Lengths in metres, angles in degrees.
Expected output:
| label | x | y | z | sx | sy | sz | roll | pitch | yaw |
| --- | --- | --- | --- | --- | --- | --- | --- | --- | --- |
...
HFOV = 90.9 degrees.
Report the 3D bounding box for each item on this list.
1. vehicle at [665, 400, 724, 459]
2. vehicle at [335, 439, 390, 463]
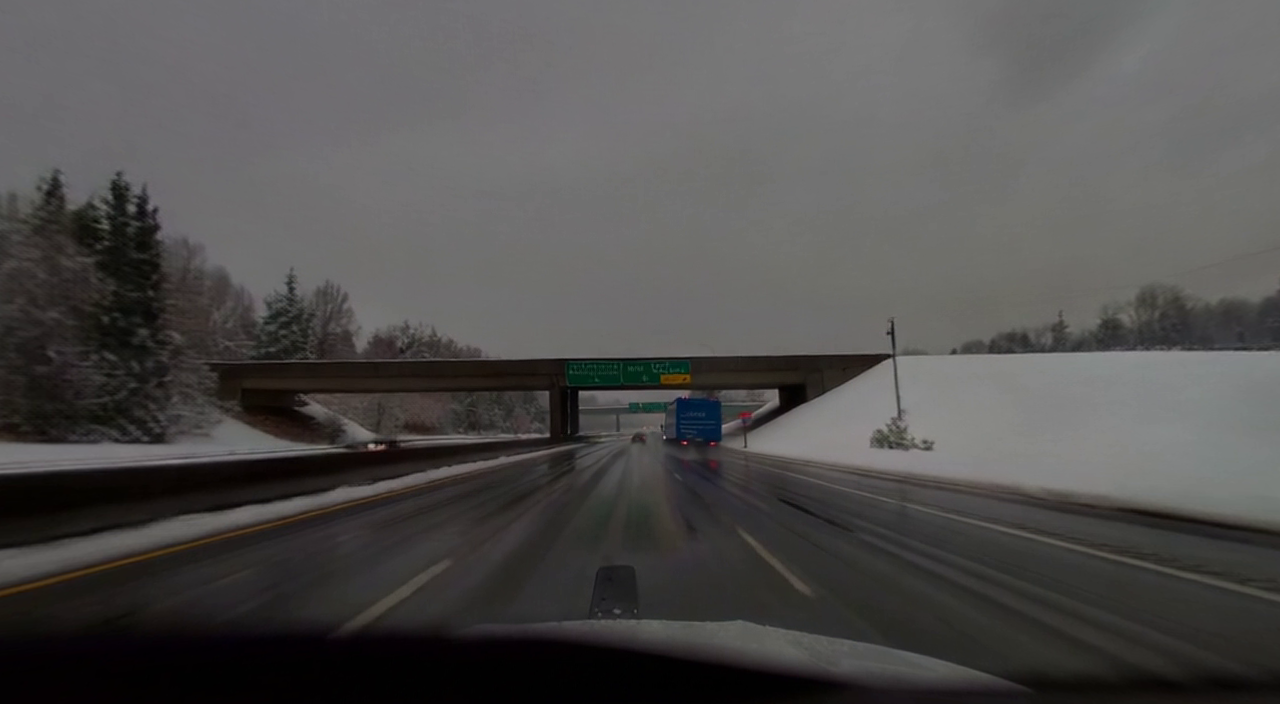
| label | x | y | z | sx | sy | sz | roll | pitch | yaw |
| --- | --- | --- | --- | --- | --- | --- | --- | --- | --- |
| vehicle | 3.525 | 5.454 | 43.845 | 2.981 | 3.512 | 11.154 | 0 | -8 | -1 |
| vehicle | -17.911 | 6.369 | 40.854 | 1.754 | 1.453 | 3.731 | 0 | -8 | 1 |
